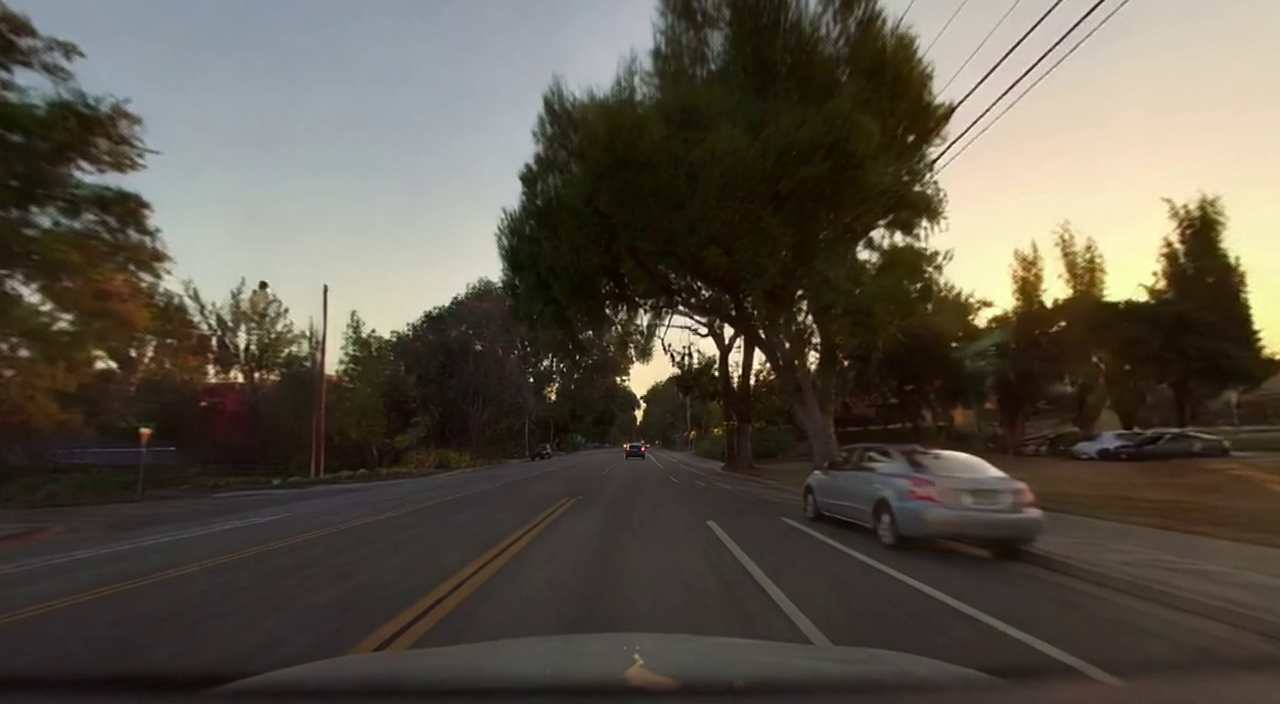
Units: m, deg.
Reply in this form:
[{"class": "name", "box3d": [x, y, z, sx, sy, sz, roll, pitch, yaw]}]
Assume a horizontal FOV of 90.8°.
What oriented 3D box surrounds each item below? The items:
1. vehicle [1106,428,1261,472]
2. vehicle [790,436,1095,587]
[{"class": "vehicle", "box3d": [21.254, 3.841, 24.812, 4.536, 1.654, 1.931, 1, -8, -7]}, {"class": "vehicle", "box3d": [3.985, 2.138, 9.471, 2.124, 1.524, 4.698, 5, -9, -2]}]
